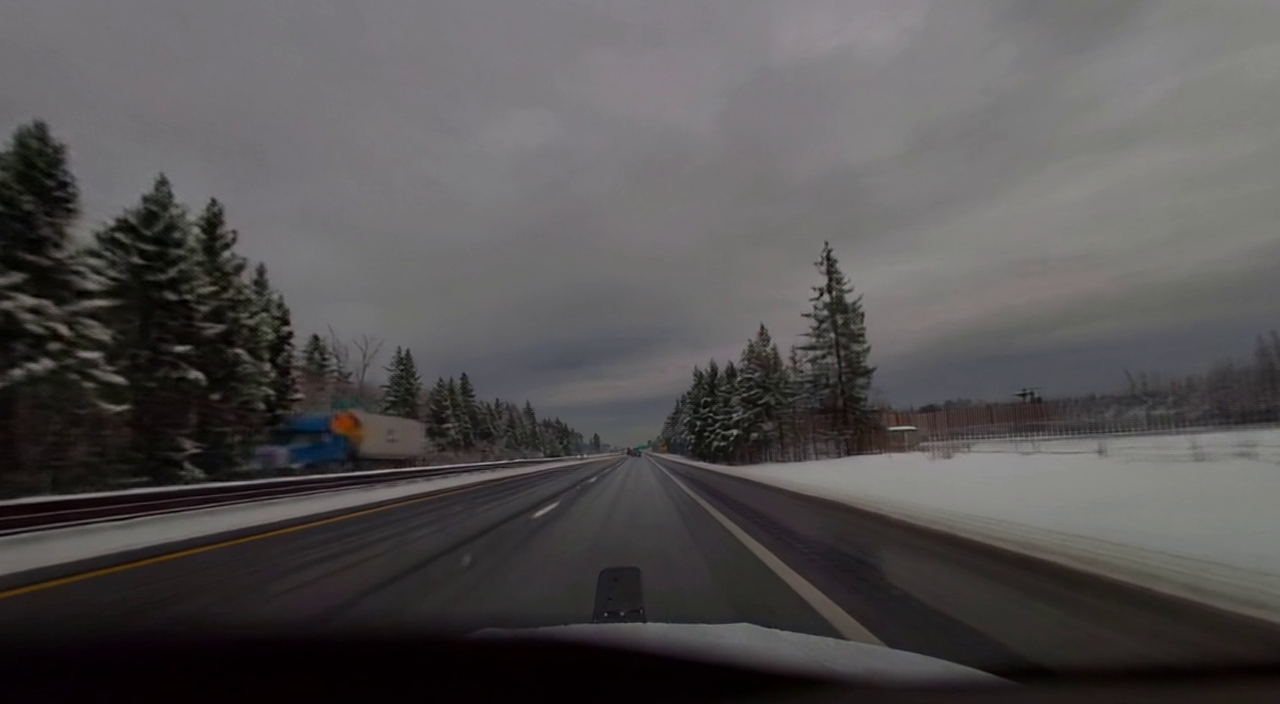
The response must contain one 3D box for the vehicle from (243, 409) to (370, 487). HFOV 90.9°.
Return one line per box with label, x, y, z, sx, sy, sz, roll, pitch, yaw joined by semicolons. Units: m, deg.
vehicle;-17.742;5.220;34.202;3.015;3.770;6.831;0;-9;0
